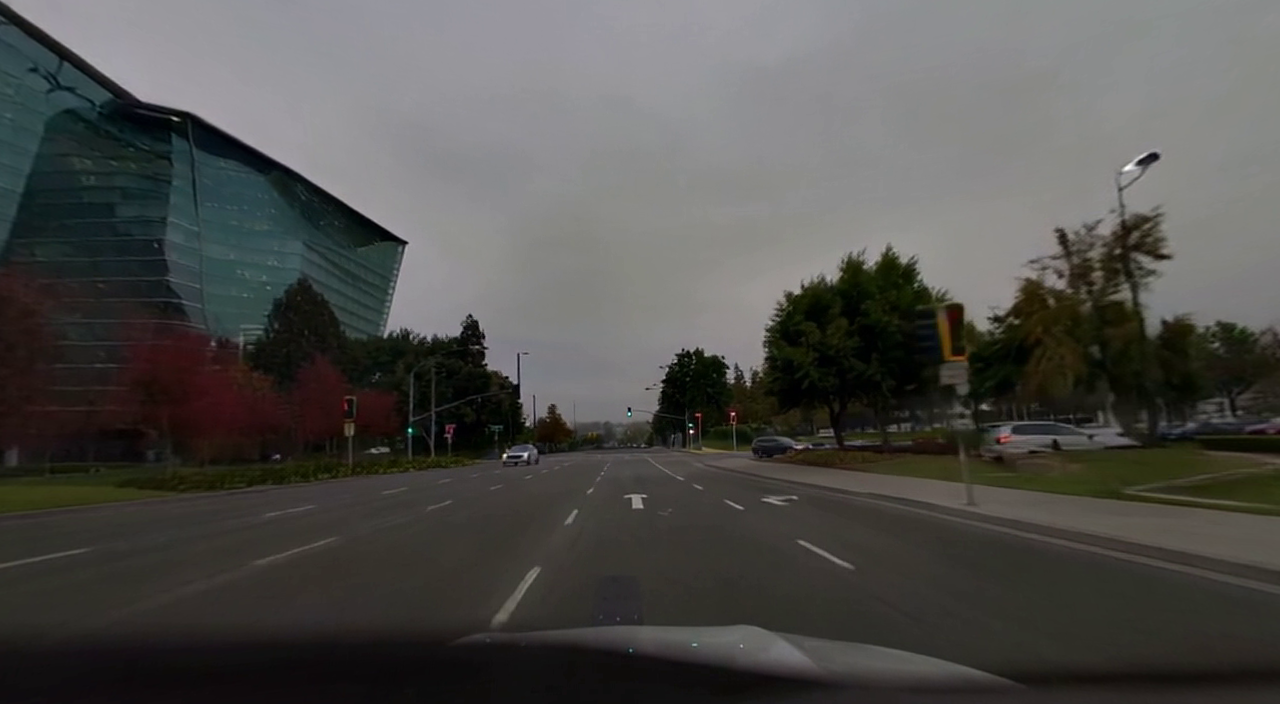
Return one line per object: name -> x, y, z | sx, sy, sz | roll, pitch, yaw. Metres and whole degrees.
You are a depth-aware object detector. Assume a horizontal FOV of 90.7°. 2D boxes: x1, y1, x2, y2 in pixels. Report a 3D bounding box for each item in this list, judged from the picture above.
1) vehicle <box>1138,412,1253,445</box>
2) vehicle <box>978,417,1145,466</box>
vehicle -> 27.393, 3.846, 31.408 | 1.805, 1.466, 4.236 | 1, -9, 0
vehicle -> 13.074, 2.816, 19.778 | 3.991, 1.437, 1.679 | 0, -9, -2
